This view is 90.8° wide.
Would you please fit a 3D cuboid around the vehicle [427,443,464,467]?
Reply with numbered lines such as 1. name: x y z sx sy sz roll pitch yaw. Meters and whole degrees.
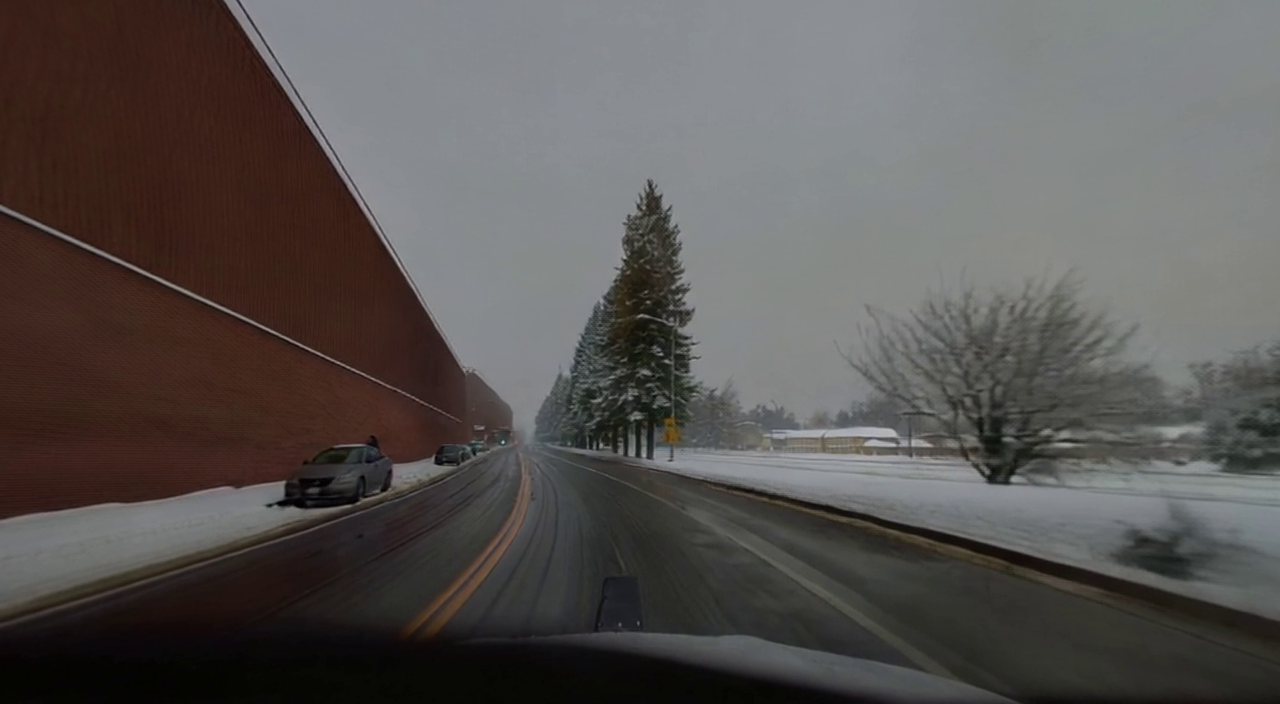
1. vehicle: -13.491 7.128 44.051 1.899 1.485 4.593 3 -8 -11

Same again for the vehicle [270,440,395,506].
1. vehicle: -8.171 3.208 17.276 1.877 1.507 4.363 3 -8 -10
